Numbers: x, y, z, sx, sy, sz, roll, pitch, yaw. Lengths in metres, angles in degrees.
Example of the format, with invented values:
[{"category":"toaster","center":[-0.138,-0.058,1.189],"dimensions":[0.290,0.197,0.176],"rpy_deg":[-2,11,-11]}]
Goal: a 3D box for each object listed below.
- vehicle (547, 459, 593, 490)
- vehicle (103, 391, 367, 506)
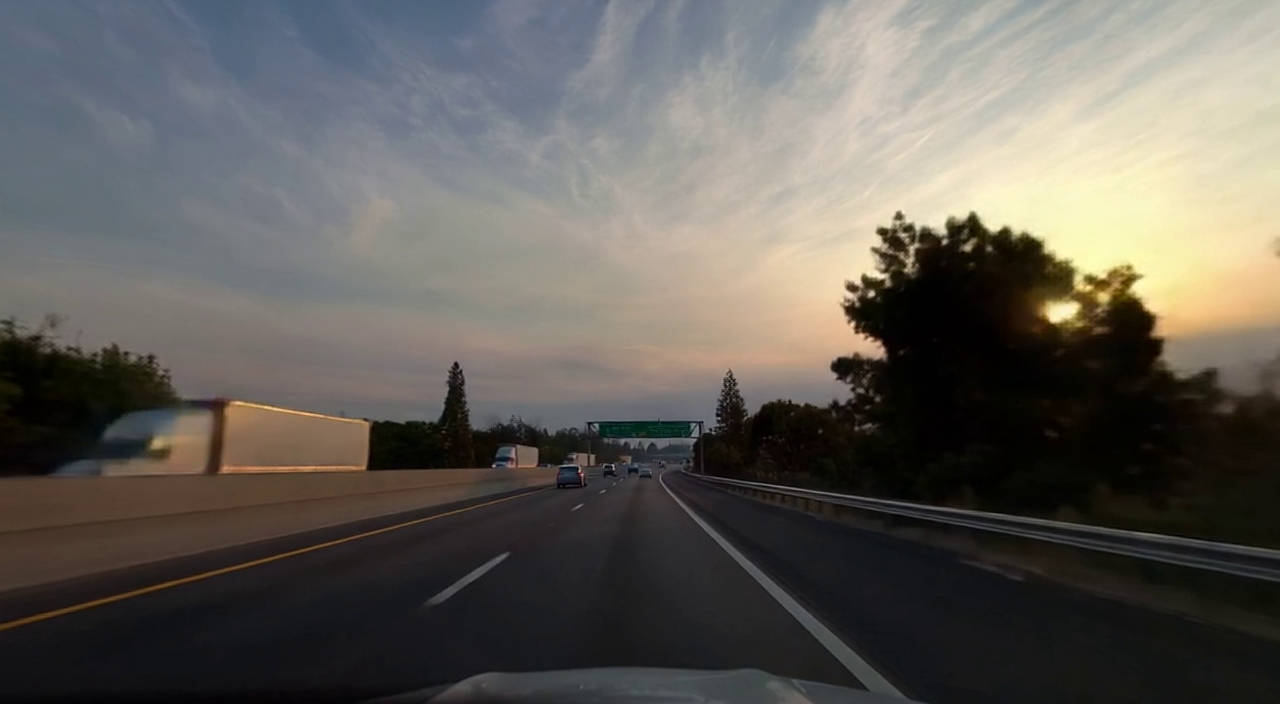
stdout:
[{"category":"vehicle","center":[-4.226,7.523,38.775],"dimensions":[2.160,1.721,4.368],"rpy_deg":[1,-11,2]},{"category":"vehicle","center":[-17.498,4.722,29.591],"dimensions":[2.862,4.065,14.159],"rpy_deg":[1,-11,0]}]
